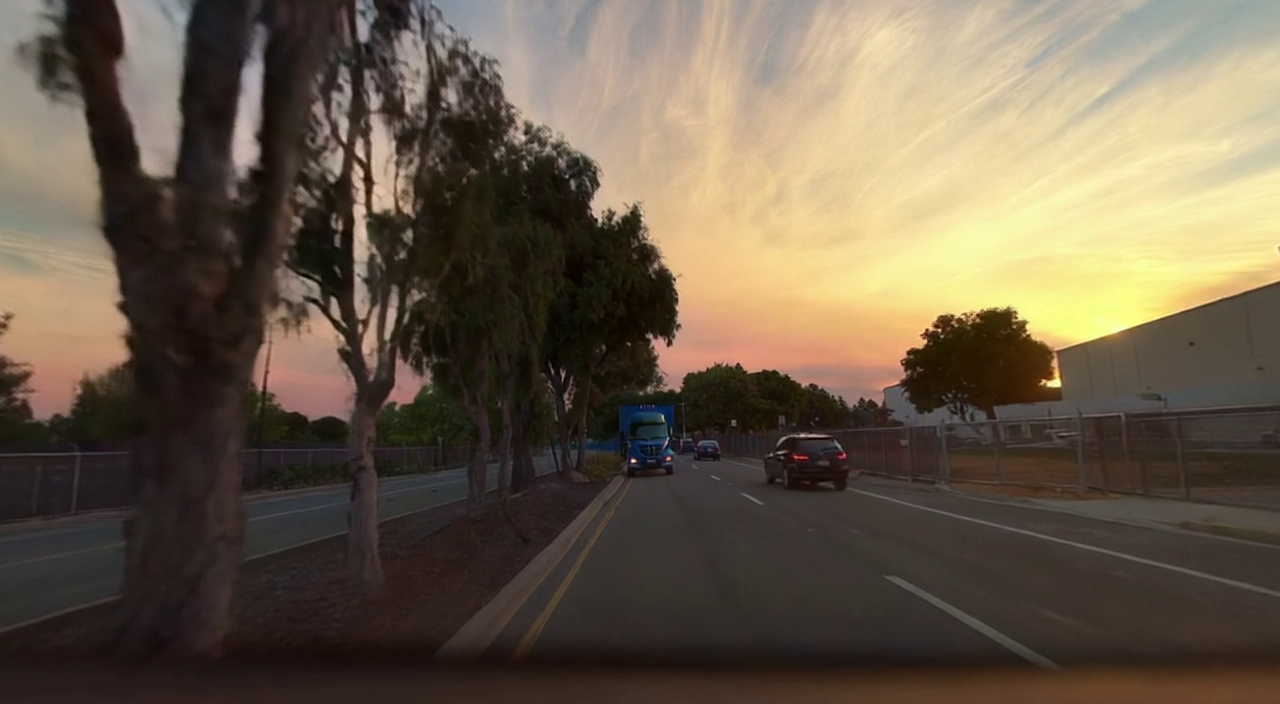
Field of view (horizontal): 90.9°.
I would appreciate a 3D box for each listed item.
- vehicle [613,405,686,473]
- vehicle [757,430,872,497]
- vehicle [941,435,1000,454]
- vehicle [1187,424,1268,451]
[{"bbox_3d":[0.530,4.341,31.173,3.197,2.963,7.055,0,-8,2],"label":"vehicle"},{"bbox_3d":[4.840,3.161,18.260,2.076,1.661,4.524,0,-8,1],"label":"vehicle"},{"bbox_3d":[23.421,6.563,44.687,3.251,1.321,1.555,-1,-9,0],"label":"vehicle"},{"bbox_3d":[43.594,6.346,46.935,2.050,1.801,5.143,-5,-8,15],"label":"vehicle"}]
